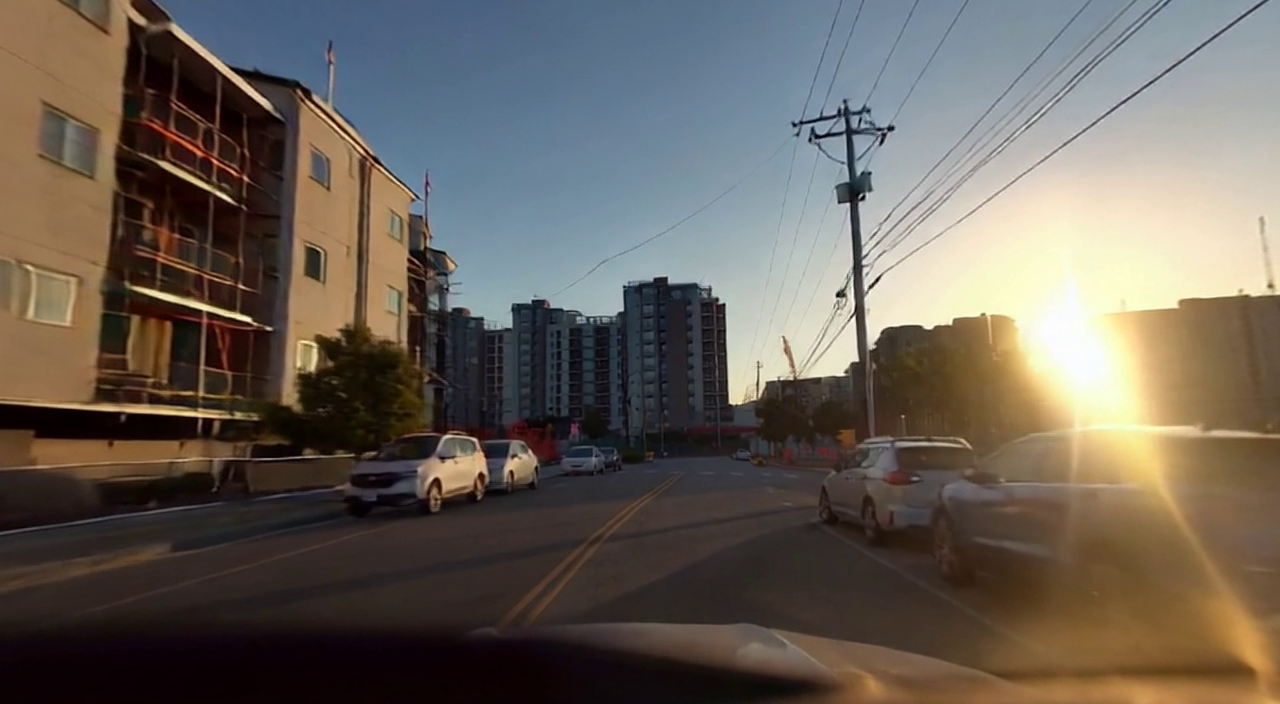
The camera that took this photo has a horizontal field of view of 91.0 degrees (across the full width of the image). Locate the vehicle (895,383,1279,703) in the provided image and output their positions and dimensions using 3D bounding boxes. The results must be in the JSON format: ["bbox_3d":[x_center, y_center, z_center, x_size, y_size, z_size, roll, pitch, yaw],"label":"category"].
[{"bbox_3d":[4.164,1.461,5.878,1.918,1.848,4.946,-1,-9,6],"label":"vehicle"}]

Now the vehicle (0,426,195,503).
[{"bbox_3d":[-14.003,2.785,15.927,1.948,1.660,4.316,-1,-9,8],"label":"vehicle"}]

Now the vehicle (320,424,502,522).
[{"bbox_3d":[-4.997,2.707,14.660,1.953,1.871,4.712,-1,-9,8],"label":"vehicle"}]

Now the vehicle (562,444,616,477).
[{"bbox_3d":[-2.688,5.910,34.483,1.998,1.633,4.673,-1,-9,7],"label":"vehicle"}]
